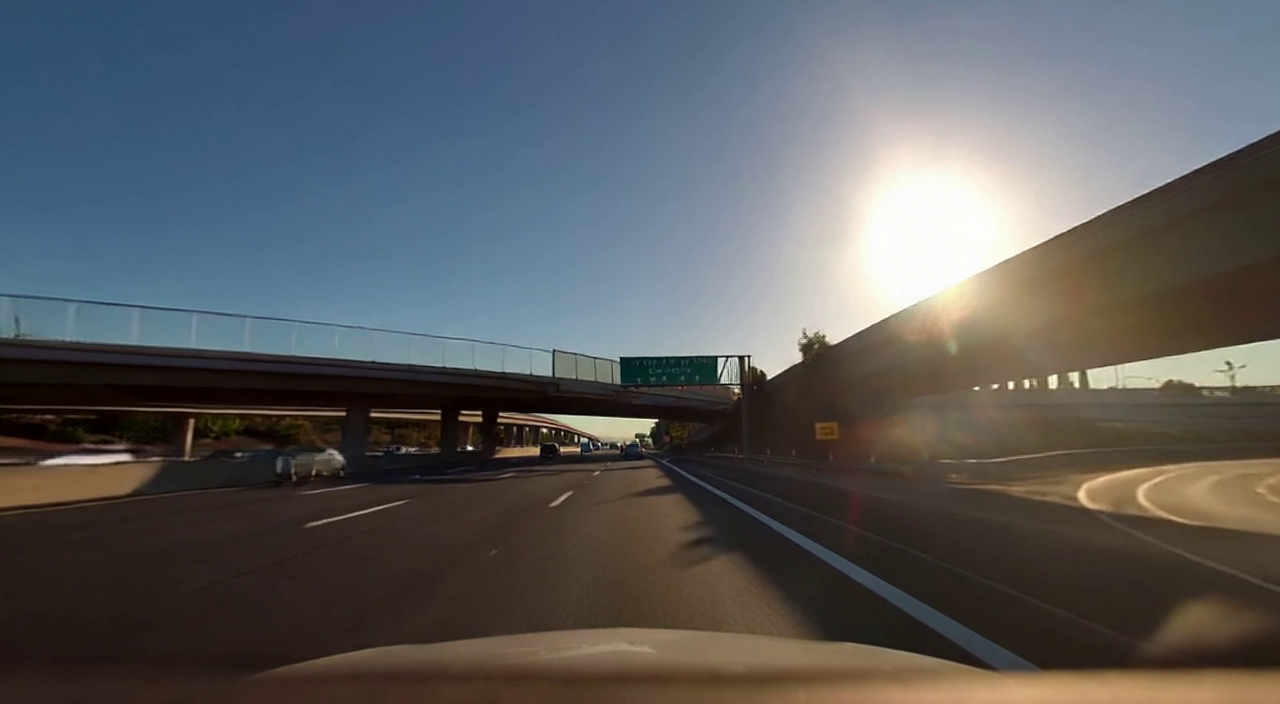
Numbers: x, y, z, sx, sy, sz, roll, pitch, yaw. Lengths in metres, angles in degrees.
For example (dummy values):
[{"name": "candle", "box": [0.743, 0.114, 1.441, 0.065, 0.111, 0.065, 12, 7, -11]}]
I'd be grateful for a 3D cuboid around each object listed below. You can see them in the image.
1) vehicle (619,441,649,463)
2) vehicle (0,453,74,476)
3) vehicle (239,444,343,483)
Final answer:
[{"name": "vehicle", "box": [-0.472, 7.268, 46.232, 2.086, 1.472, 4.168, 0, -8, -1]}, {"name": "vehicle", "box": [-43.348, 7.990, 45.086, 1.771, 1.444, 4.547, 0, -8, -1]}, {"name": "vehicle", "box": [-14.769, 4.702, 27.103, 1.969, 1.486, 4.395, 0, -8, 0]}]
